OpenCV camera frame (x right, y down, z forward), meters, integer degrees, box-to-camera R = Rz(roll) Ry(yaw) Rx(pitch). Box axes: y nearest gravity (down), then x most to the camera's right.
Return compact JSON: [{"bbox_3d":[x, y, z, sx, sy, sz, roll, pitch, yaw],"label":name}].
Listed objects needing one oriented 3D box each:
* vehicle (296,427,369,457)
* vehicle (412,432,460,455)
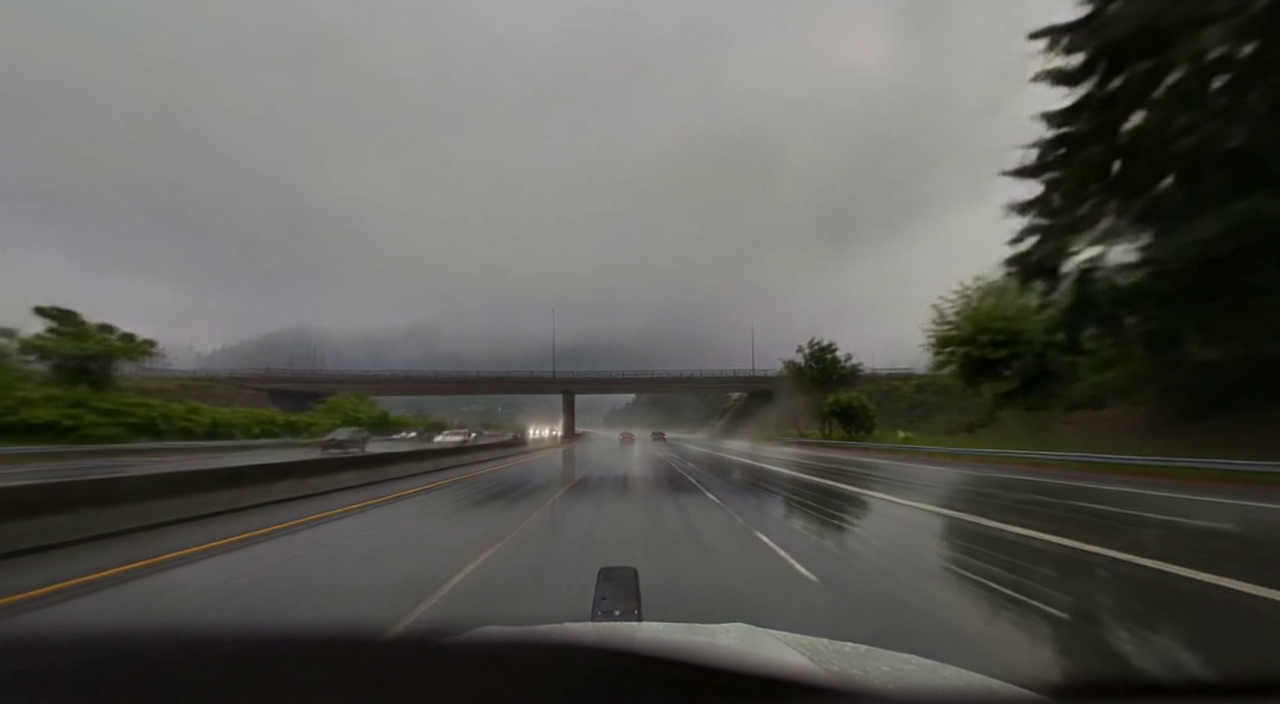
[{"bbox_3d":[-17.214,5.071,35.453,1.911,1.550,4.369,0,-8,-1],"label":"vehicle"},{"bbox_3d":[-13.475,6.040,41.767,1.807,1.435,4.133,0,-8,1],"label":"vehicle"}]
